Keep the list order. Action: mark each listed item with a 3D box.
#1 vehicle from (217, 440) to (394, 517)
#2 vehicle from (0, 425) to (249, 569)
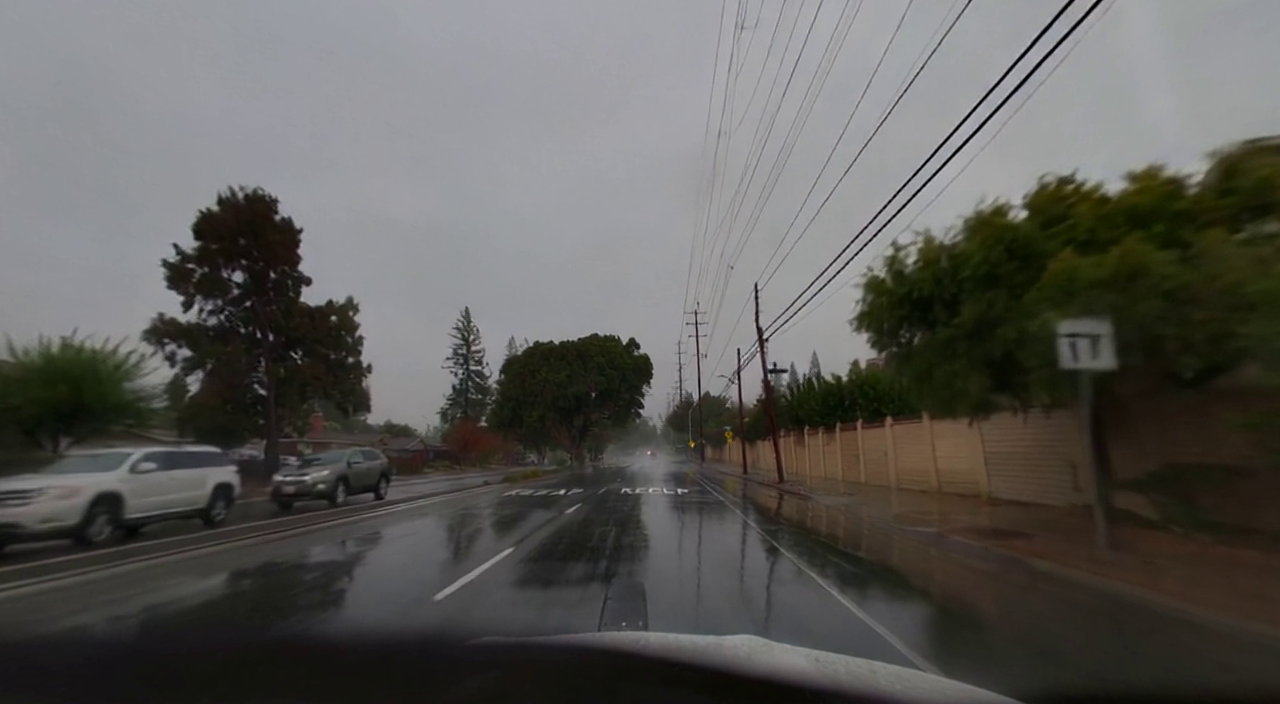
[{"bbox_3d":[-8.751,3.316,17.148,2.084,1.741,4.737,-2,-9,2],"label":"vehicle"},{"bbox_3d":[-8.823,2.175,9.988,2.075,1.733,4.947,-3,-9,0],"label":"vehicle"}]
